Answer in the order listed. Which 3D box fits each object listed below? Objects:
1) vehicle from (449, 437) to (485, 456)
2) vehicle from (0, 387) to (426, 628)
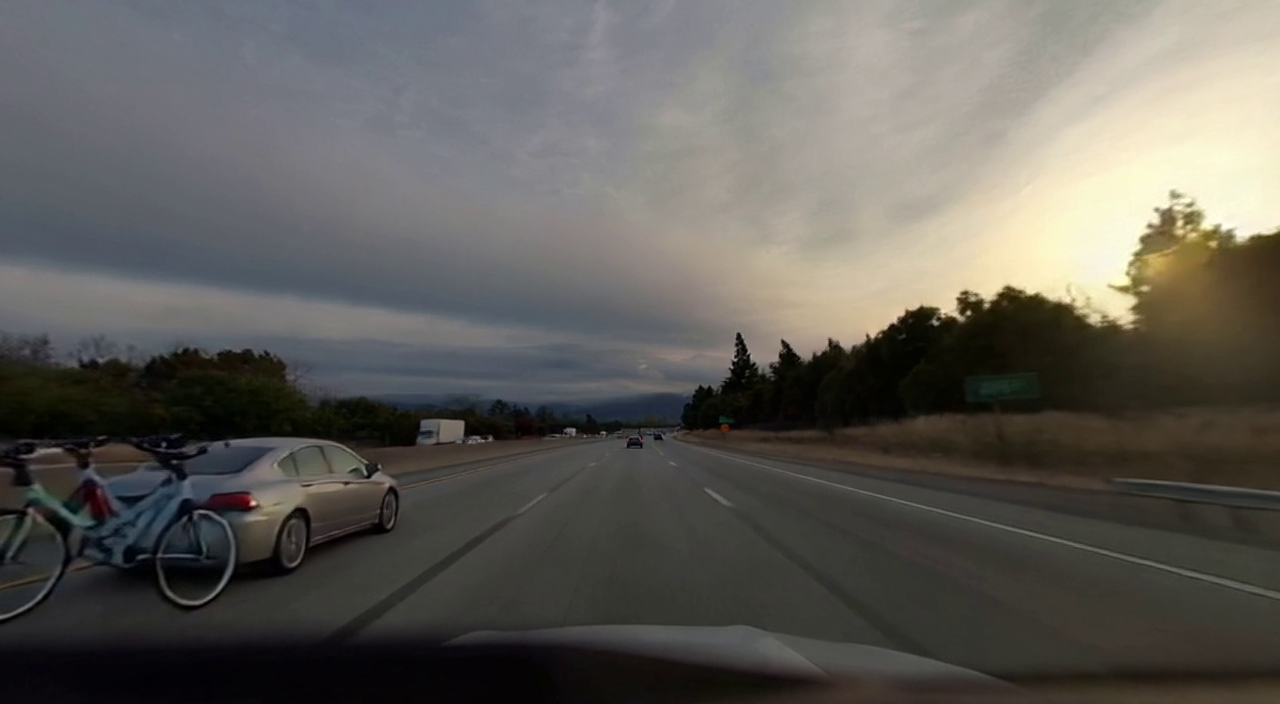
[{"bbox_3d":[-13.042,7.118,47.658,1.705,1.387,3.617,0,-8,0],"label":"vehicle"},{"bbox_3d":[-4.026,1.356,6.580,2.064,1.647,4.381,0,-8,0],"label":"vehicle"}]
